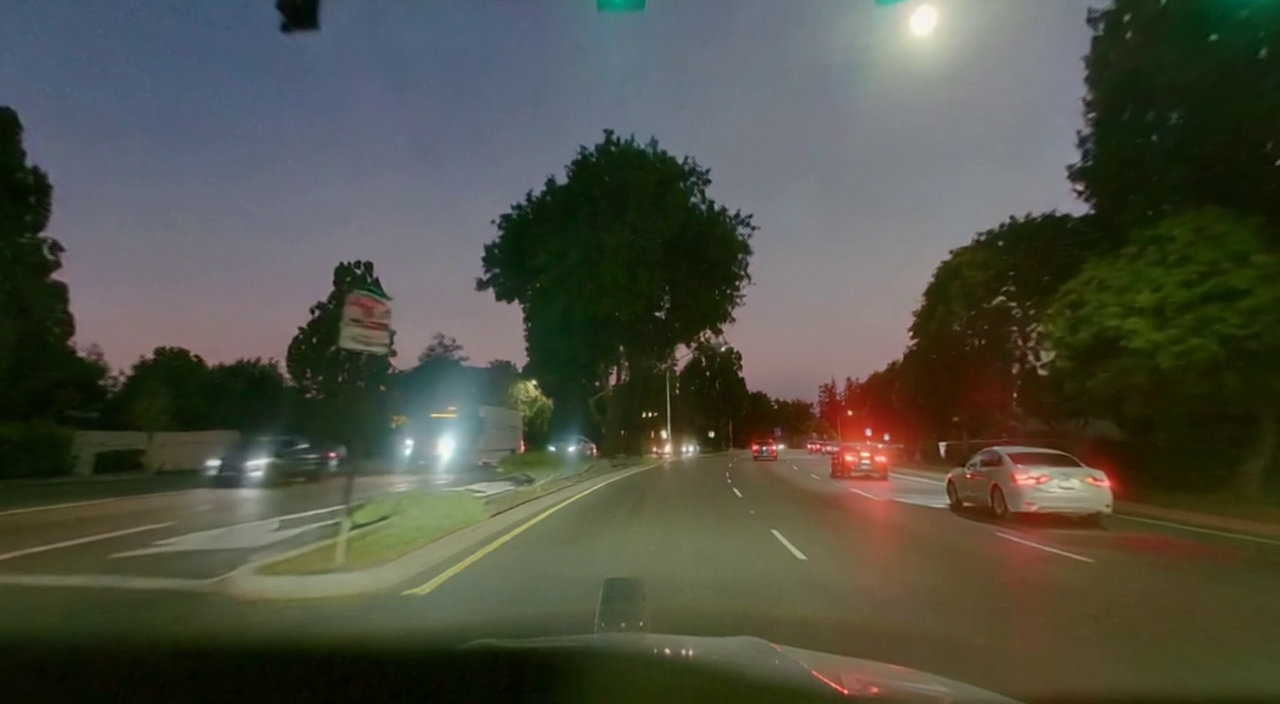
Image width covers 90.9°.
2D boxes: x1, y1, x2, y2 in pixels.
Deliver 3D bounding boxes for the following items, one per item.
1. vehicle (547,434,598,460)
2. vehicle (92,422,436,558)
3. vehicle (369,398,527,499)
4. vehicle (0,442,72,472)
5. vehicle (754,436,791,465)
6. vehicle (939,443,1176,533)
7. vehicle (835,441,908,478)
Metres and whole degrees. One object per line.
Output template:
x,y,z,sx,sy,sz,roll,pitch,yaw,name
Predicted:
-4.437,6.315,42.040,2.126,1.637,4.509,-2,-8,11,vehicle
-4.936,1.811,9.306,2.036,1.476,4.557,-1,-7,4,vehicle
-4.724,2.525,16.735,2.334,2.214,5.724,0,-8,1,vehicle
-31.046,5.133,30.831,1.991,1.395,4.360,-5,-10,32,vehicle
8.206,6.091,39.298,1.991,1.684,4.127,-1,-8,9,vehicle
7.675,2.480,12.235,1.783,1.386,4.433,0,-8,4,vehicle
9.857,4.593,27.196,1.855,1.444,4.389,-1,-8,6,vehicle
